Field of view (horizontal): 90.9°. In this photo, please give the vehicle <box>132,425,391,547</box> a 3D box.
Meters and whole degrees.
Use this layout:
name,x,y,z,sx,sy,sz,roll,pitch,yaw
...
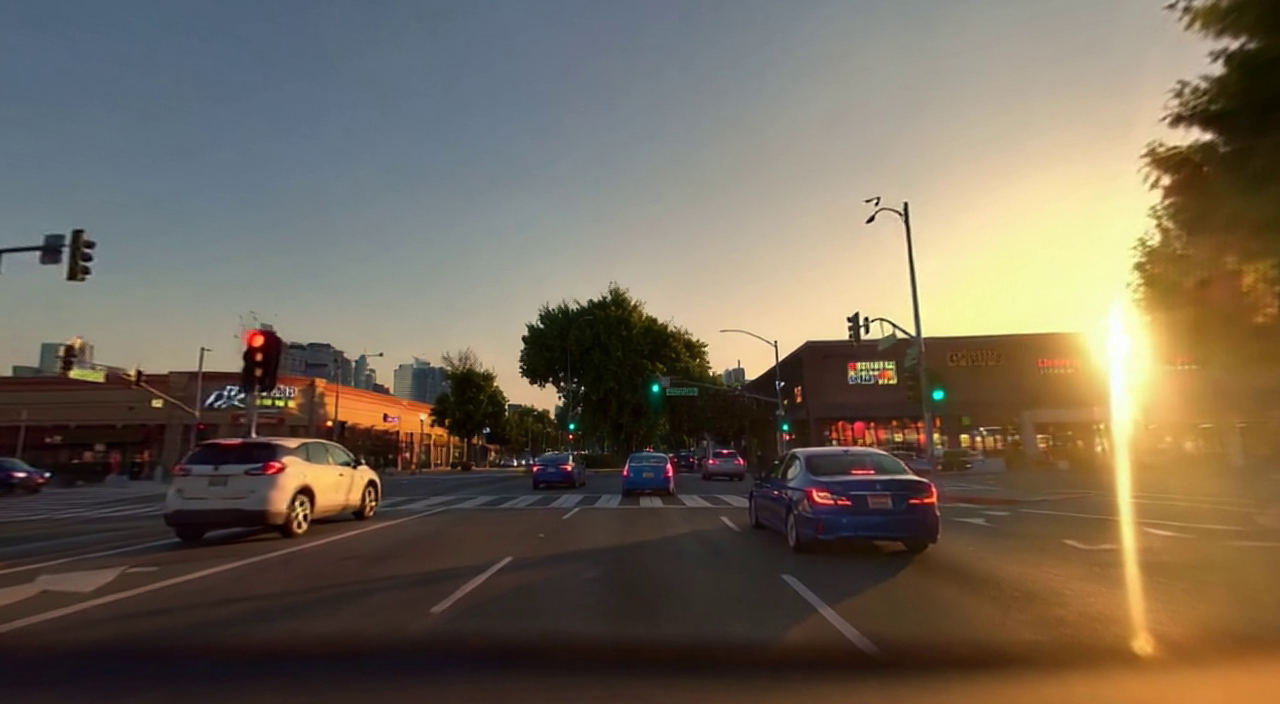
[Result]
name,x,y,z,sx,sy,sz,roll,pitch,yaw
vehicle,-6.594,2.353,11.762,2.058,1.804,4.391,0,-9,0

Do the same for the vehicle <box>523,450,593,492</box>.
name,x,y,z,sx,sy,sz,roll,pitch,yaw
vehicle,-3.180,4.723,25.365,2.040,1.471,4.211,-1,-9,3

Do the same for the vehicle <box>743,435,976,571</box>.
name,x,y,z,sx,sy,sz,roll,pitch,yaw
vehicle,2.819,2.016,9.244,1.946,1.513,4.133,0,-8,1

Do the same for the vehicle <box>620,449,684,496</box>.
name,x,y,z,sx,sy,sz,roll,pitch,yaw
vehicle,0.418,4.262,22.683,2.070,1.460,4.118,0,-8,1

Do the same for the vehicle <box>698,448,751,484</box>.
name,x,y,z,sx,sy,sz,roll,pitch,yaw
vehicle,3.883,5.304,29.735,1.931,1.552,4.125,0,-9,0
